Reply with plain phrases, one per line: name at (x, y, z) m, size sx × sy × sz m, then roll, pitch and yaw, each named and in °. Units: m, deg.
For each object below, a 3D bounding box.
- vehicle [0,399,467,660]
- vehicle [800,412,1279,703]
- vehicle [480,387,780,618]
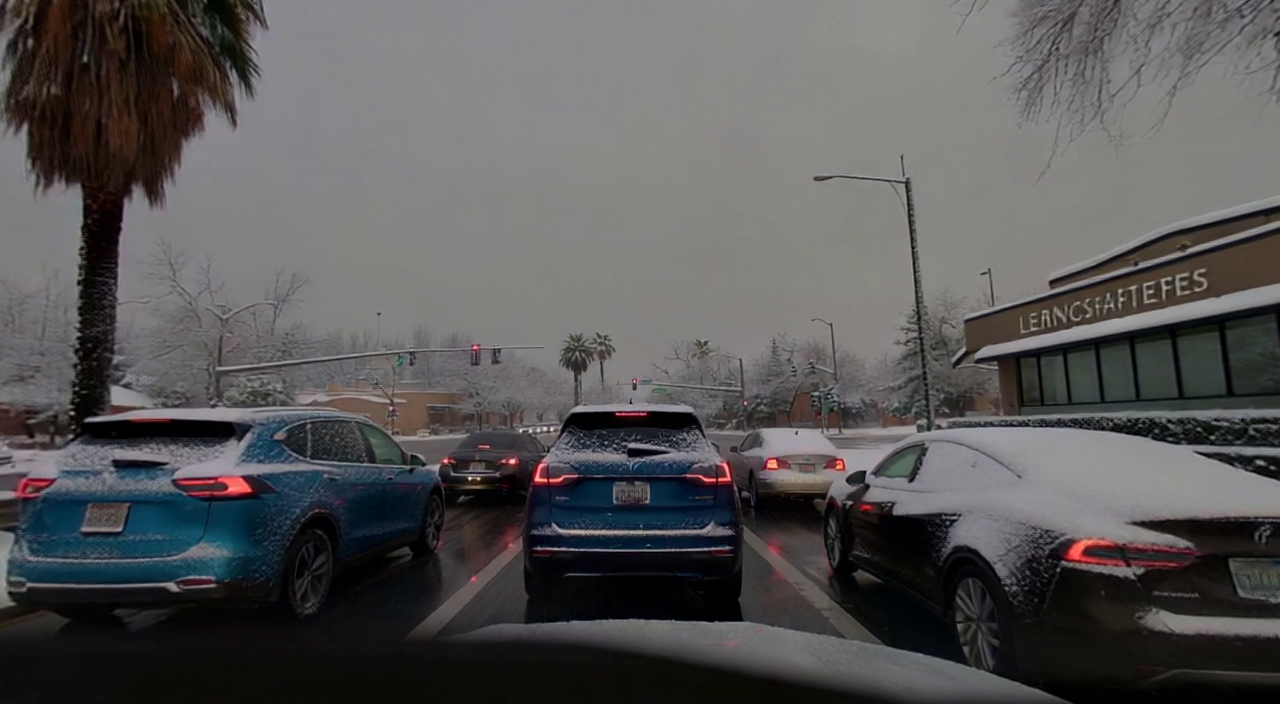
vehicle at (-3.351, 1.385, 6.052) m, size 2.014 × 1.534 × 4.455 m, roll 0°, pitch -8°, yaw 1°
vehicle at (2.971, 1.373, 5.250) m, size 2.017 × 1.491 × 4.611 m, roll 0°, pitch -8°, yaw -1°
vehicle at (-0.138, 1.466, 7.068) m, size 2.280 × 1.747 × 4.361 m, roll 0°, pitch -8°, yaw -2°
